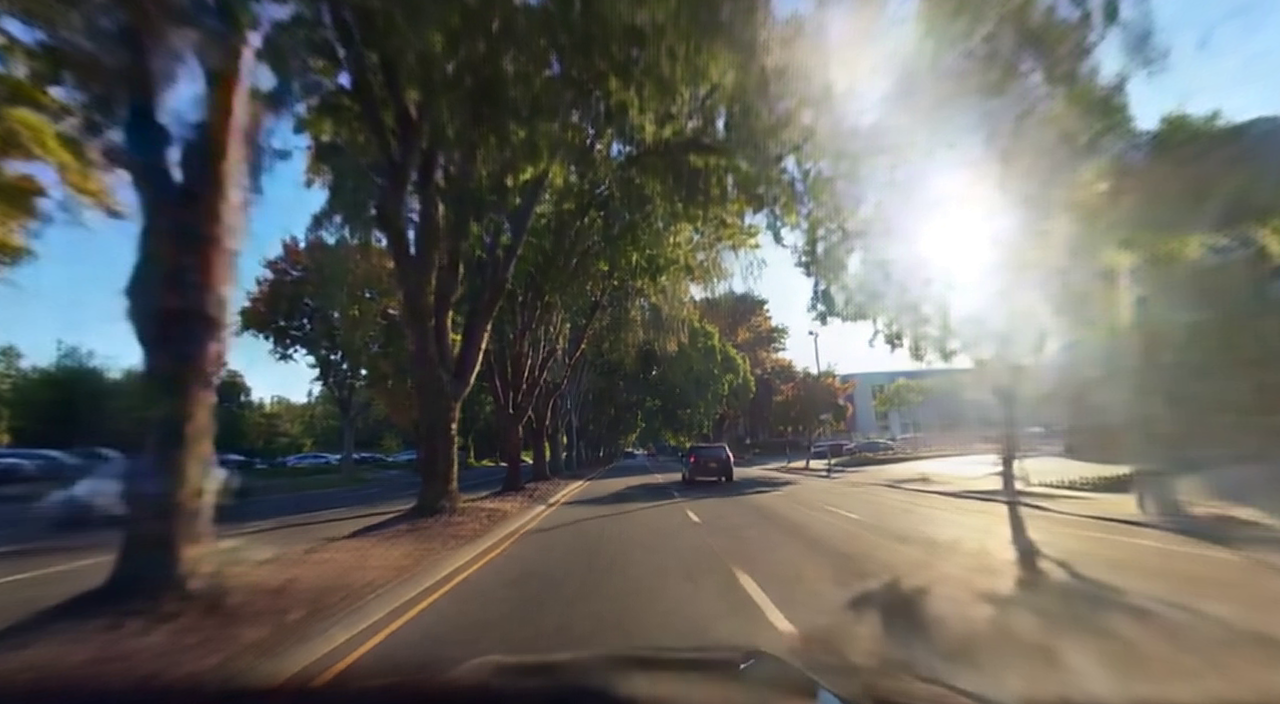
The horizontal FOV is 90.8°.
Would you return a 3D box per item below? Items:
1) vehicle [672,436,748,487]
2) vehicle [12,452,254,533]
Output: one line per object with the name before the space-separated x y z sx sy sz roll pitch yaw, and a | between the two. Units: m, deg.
vehicle | 2.555 4.132 24.224 2.240 1.740 4.605 0 -8 -2
vehicle | -12.177 3.340 15.788 1.888 1.615 5.012 0 -8 0
